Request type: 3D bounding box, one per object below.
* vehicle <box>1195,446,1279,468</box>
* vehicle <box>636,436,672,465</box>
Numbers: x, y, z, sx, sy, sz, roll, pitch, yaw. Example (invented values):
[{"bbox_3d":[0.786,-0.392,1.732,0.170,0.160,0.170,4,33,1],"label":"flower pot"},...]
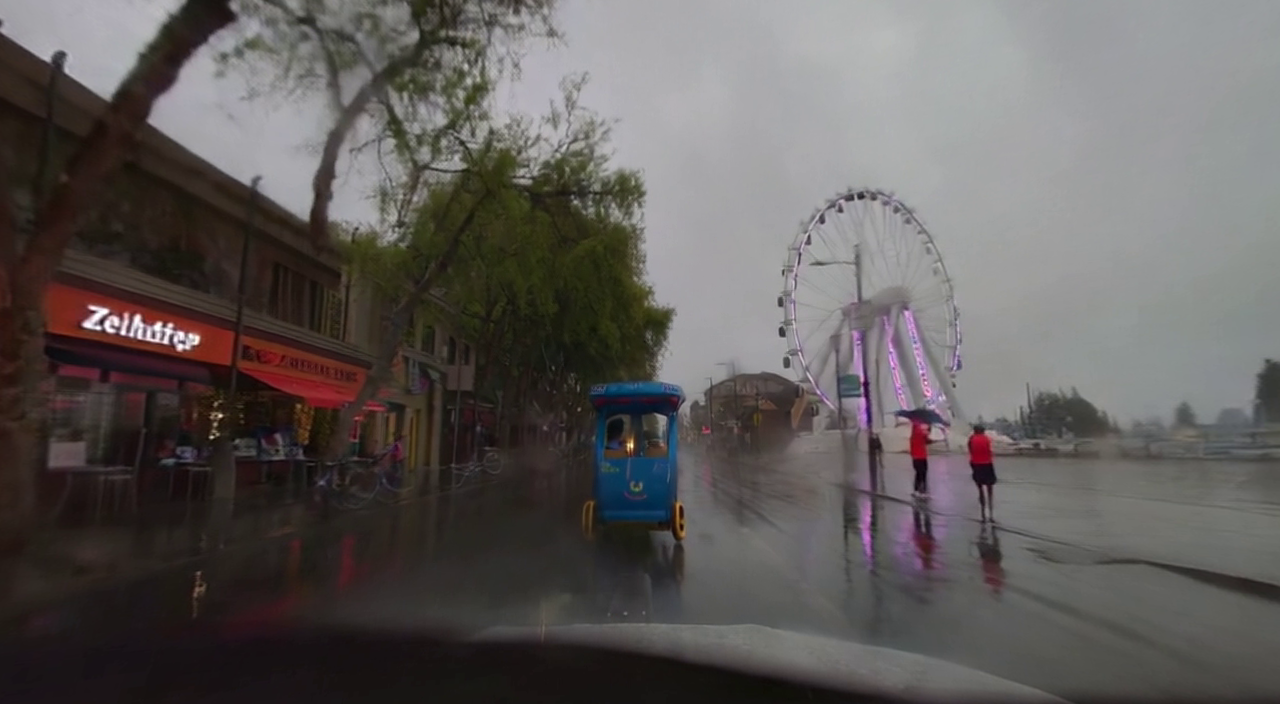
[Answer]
[{"bbox_3d":[41.713,7.305,43.859,4.120,1.445,1.893,-2,-9,10],"label":"vehicle"},{"bbox_3d":[0.931,6.387,40.826,2.221,1.773,4.228,0,-9,2],"label":"vehicle"}]
